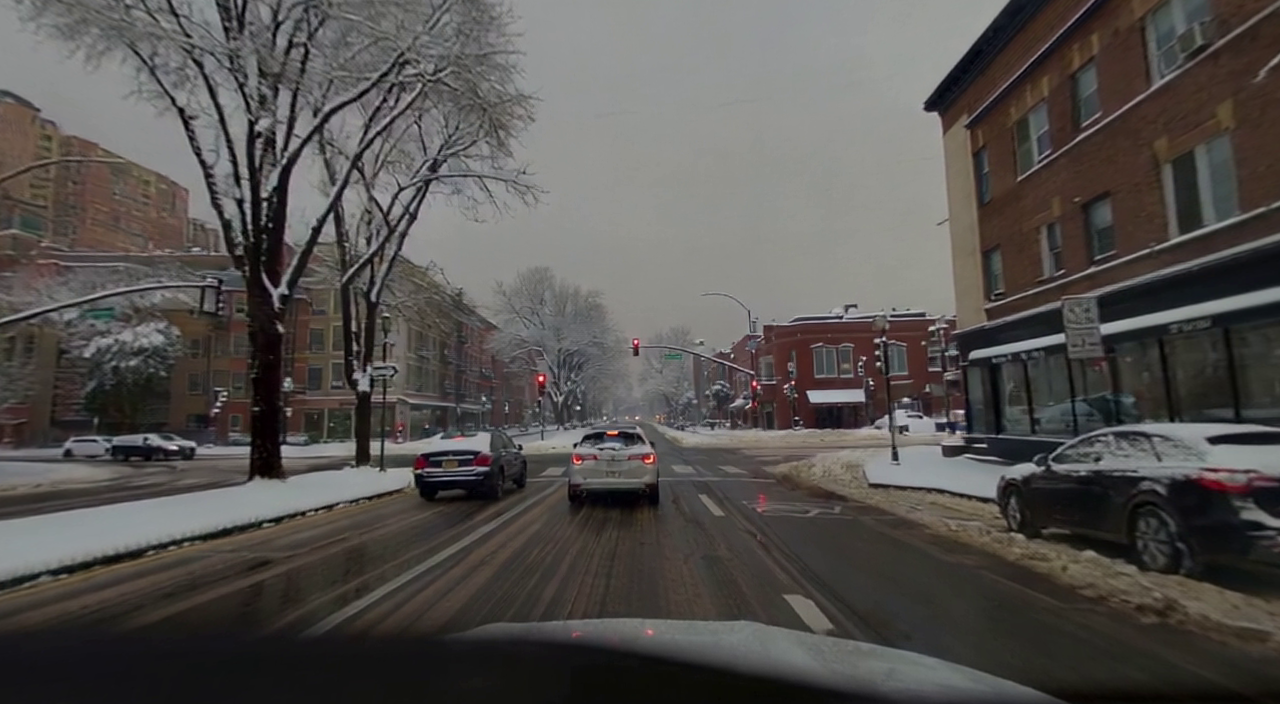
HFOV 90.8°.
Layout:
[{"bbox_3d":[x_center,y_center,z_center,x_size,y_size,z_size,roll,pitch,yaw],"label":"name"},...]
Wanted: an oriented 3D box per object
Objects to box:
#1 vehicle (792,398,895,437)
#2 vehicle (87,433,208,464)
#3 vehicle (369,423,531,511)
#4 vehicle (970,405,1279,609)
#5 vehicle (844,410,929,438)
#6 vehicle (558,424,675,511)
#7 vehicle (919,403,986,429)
[{"bbox_3d":[13.816,4.490,42.892,6.541,2.480,2.259,3,-9,-19],"label":"vehicle"},{"bbox_3d":[-24.417,4.795,31.414,4.453,1.471,1.921,-1,-8,4],"label":"vehicle"},{"bbox_3d":[-3.693,2.331,13.249,1.934,1.522,4.464,0,-8,1],"label":"vehicle"},{"bbox_3d":[6.229,1.634,7.617,1.904,1.705,4.510,0,-8,-2],"label":"vehicle"},{"bbox_3d":[15.220,4.472,39.030,4.775,1.604,1.915,3,-9,-20],"label":"vehicle"},{"bbox_3d":[-0.428,2.340,13.195,2.082,1.520,3.896,0,-8,0],"label":"vehicle"},{"bbox_3d":[21.315,4.428,43.003,5.017,1.542,2.055,6,-11,-38],"label":"vehicle"}]
